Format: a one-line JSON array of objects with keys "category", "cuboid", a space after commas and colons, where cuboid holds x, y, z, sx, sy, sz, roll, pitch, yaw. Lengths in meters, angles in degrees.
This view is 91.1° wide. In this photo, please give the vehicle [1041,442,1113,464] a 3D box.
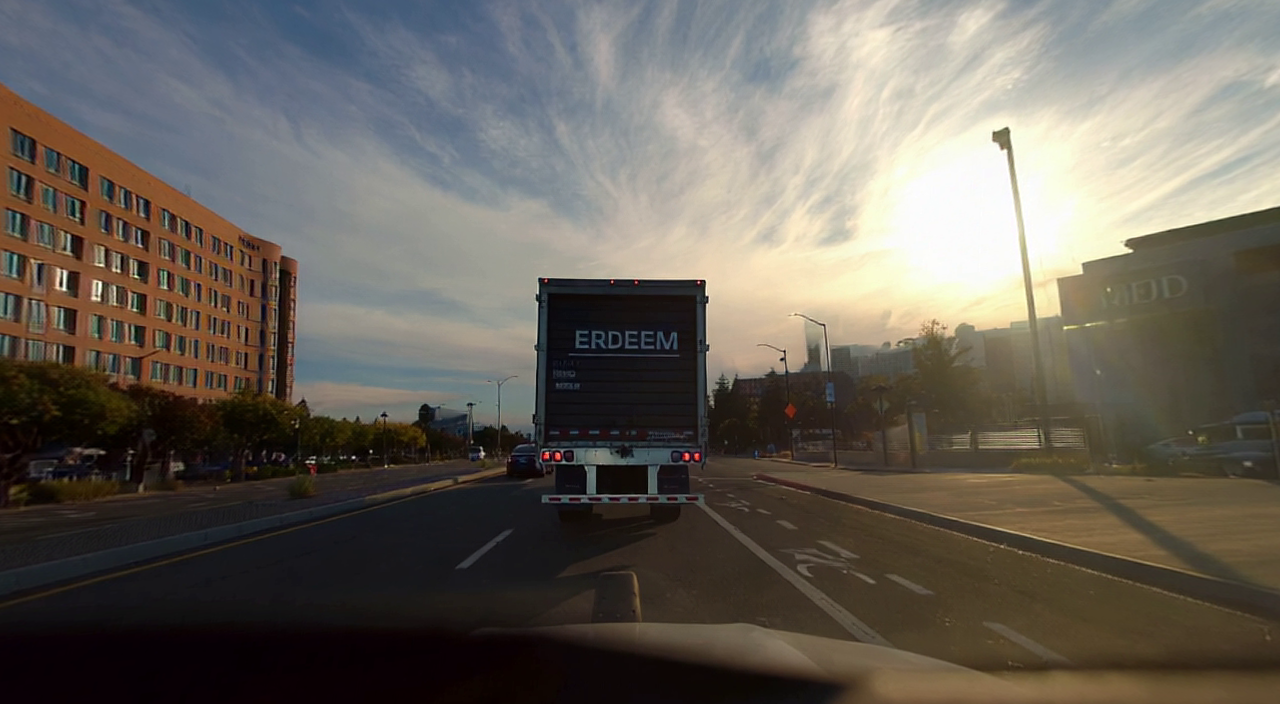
[{"category": "vehicle", "cuboid": [31.356, 7.219, 45.186, 1.652, 1.423, 3.797, 5, -9, -35]}]

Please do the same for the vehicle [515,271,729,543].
[{"category": "vehicle", "cuboid": [-0.174, 1.334, 13.310, 2.876, 3.724, 9.351, 0, -8, 1]}]

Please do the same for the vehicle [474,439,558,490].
[{"category": "vehicle", "cuboid": [-3.926, 3.606, 20.547, 1.957, 1.462, 3.878, 0, -8, 0]}]
